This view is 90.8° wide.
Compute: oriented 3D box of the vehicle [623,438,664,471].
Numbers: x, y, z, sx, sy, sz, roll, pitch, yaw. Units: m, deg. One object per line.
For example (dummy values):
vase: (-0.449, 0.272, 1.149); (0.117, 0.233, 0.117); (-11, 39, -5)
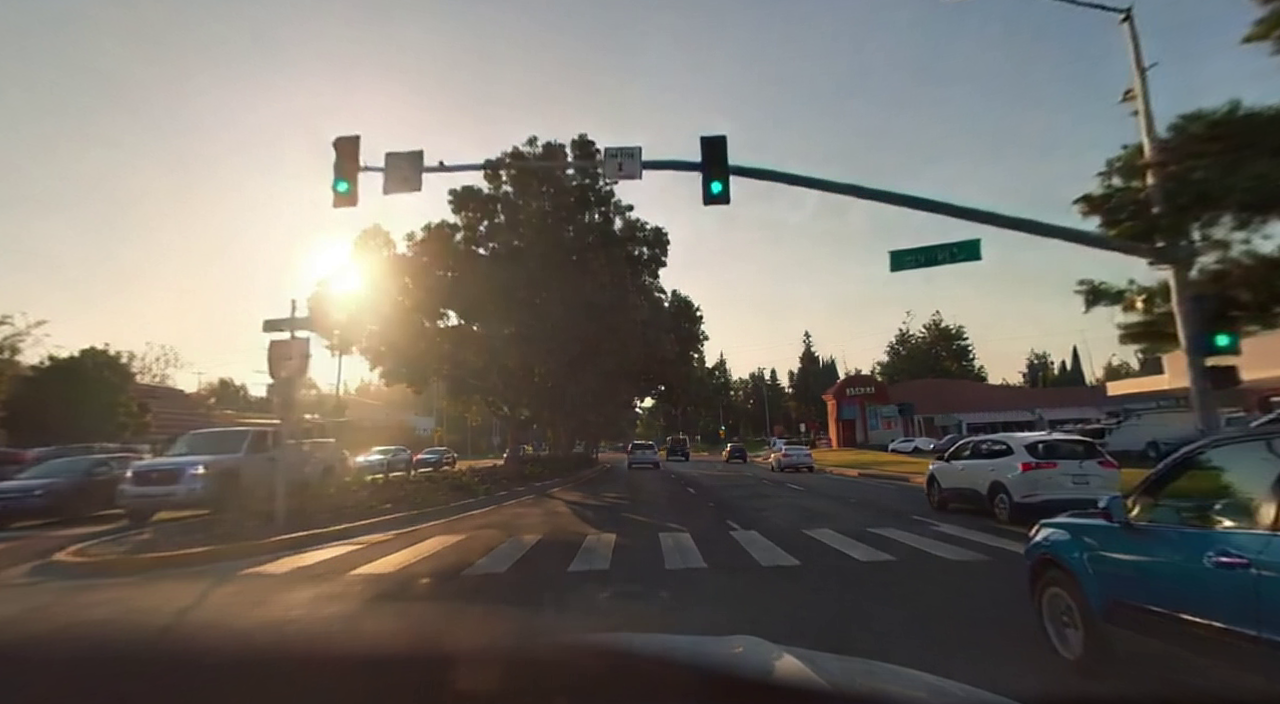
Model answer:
vehicle: (0.169, 6.451, 40.035); (2.402, 1.938, 4.535); (0, -9, -1)

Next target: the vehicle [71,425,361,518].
vehicle: (-10.503, 3.047, 16.852); (2.909, 1.956, 6.908); (0, -9, 1)

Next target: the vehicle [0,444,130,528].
vehicle: (-14.027, 2.874, 13.800); (2.015, 1.679, 4.535); (0, -9, -1)

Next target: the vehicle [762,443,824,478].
vehicle: (7.032, 5.012, 29.436); (1.879, 1.517, 4.006); (0, -9, 0)

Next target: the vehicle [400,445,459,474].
vehicle: (-14.050, 7.191, 42.529); (2.159, 1.836, 5.038); (0, -9, 1)

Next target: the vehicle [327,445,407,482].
vehicle: (-14.487, 5.925, 33.890); (2.242, 1.836, 4.811); (0, -9, -1)

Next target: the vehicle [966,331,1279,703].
vehicle: (3.431, 0.786, 2.343); (2.076, 1.716, 4.416); (0, -9, 0)
